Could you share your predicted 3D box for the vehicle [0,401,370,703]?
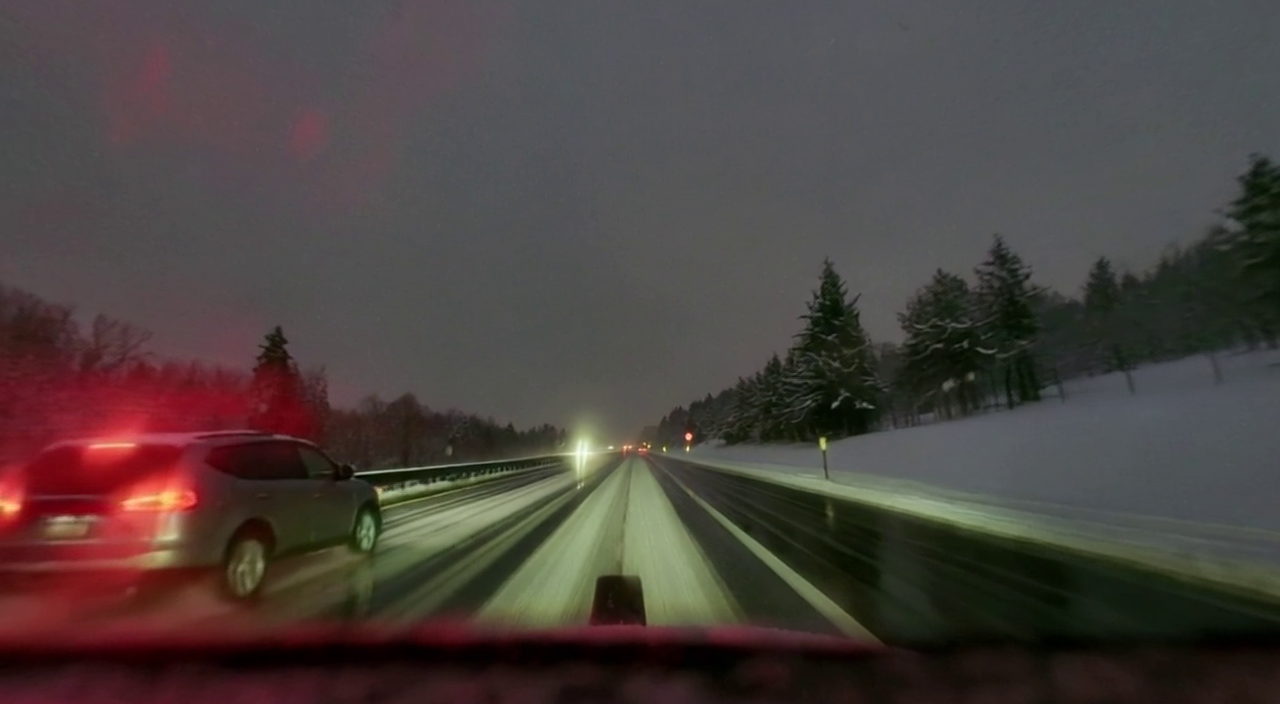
[{"bbox_3d":[-4.070,1.380,5.214,1.844,1.620,4.142,0,-9,0],"label":"vehicle"}]
